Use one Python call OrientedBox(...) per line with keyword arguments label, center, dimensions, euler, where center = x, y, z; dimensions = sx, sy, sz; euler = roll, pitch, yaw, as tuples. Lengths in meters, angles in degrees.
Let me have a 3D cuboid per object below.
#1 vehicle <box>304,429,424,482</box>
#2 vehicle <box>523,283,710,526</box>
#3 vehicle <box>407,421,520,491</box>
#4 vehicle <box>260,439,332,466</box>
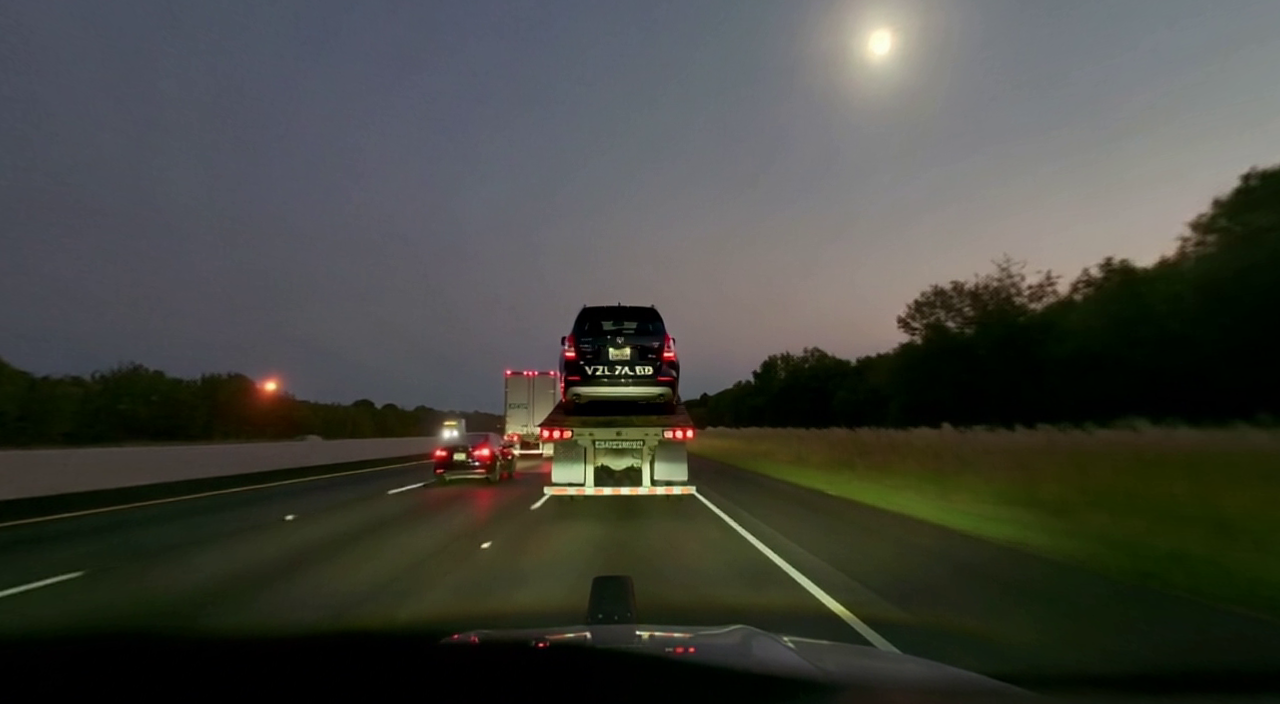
OrientedBox(label="vehicle", center=(-8.931, 3.361, 20.938), dimensions=(1.897, 1.524, 4.790), euler=(0, -7, -1))
OrientedBox(label="vehicle", center=(-0.453, 1.339, 14.001), dimensions=(2.738, 3.628, 9.223), euler=(0, -7, -1))
OrientedBox(label="vehicle", center=(-4.697, 2.799, 17.467), dimensions=(1.914, 1.675, 4.331), euler=(0, -7, 0))
OrientedBox(label="vehicle", center=(-20.766, 6.071, 38.257), dimensions=(1.860, 1.465, 4.608), euler=(0, -7, -1))
